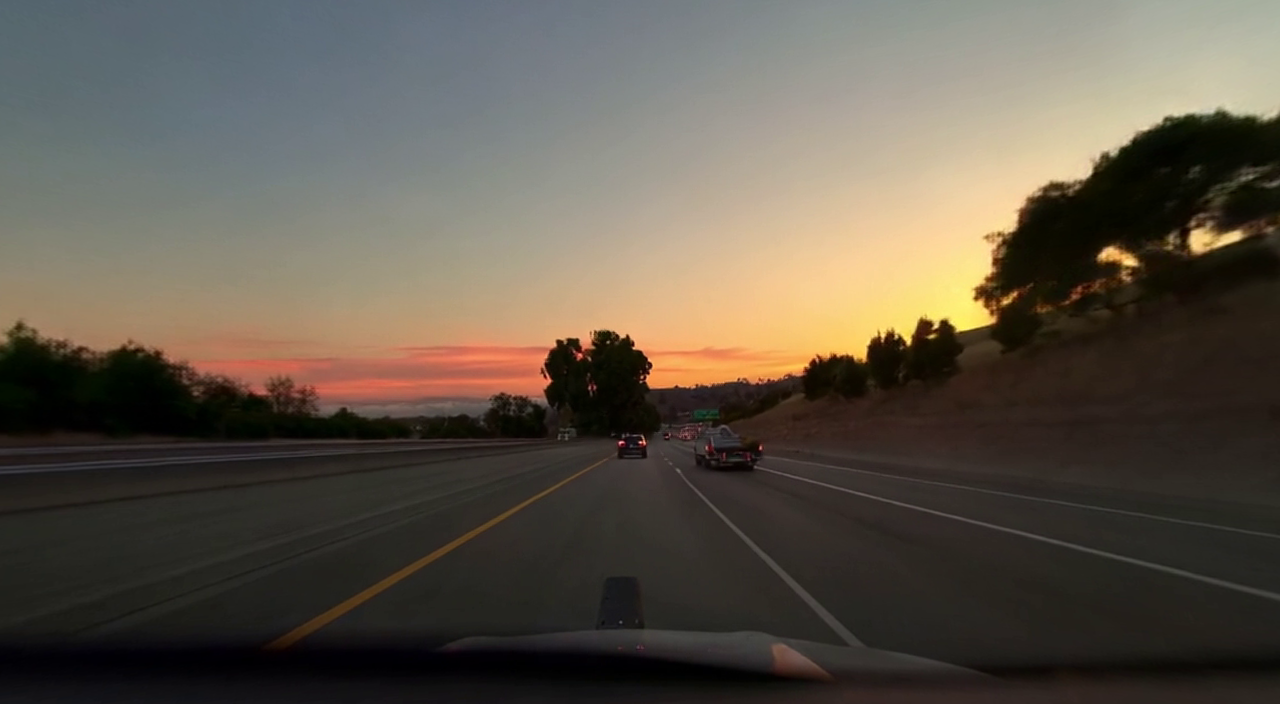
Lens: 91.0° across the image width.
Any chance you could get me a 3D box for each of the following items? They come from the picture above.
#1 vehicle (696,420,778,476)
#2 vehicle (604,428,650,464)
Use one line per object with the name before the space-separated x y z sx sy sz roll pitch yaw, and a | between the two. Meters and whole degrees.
vehicle | 3.429 3.560 23.286 2.269 1.839 4.554 0 -9 -1
vehicle | -0.583 4.710 31.419 2.142 1.664 4.076 0 -9 1
